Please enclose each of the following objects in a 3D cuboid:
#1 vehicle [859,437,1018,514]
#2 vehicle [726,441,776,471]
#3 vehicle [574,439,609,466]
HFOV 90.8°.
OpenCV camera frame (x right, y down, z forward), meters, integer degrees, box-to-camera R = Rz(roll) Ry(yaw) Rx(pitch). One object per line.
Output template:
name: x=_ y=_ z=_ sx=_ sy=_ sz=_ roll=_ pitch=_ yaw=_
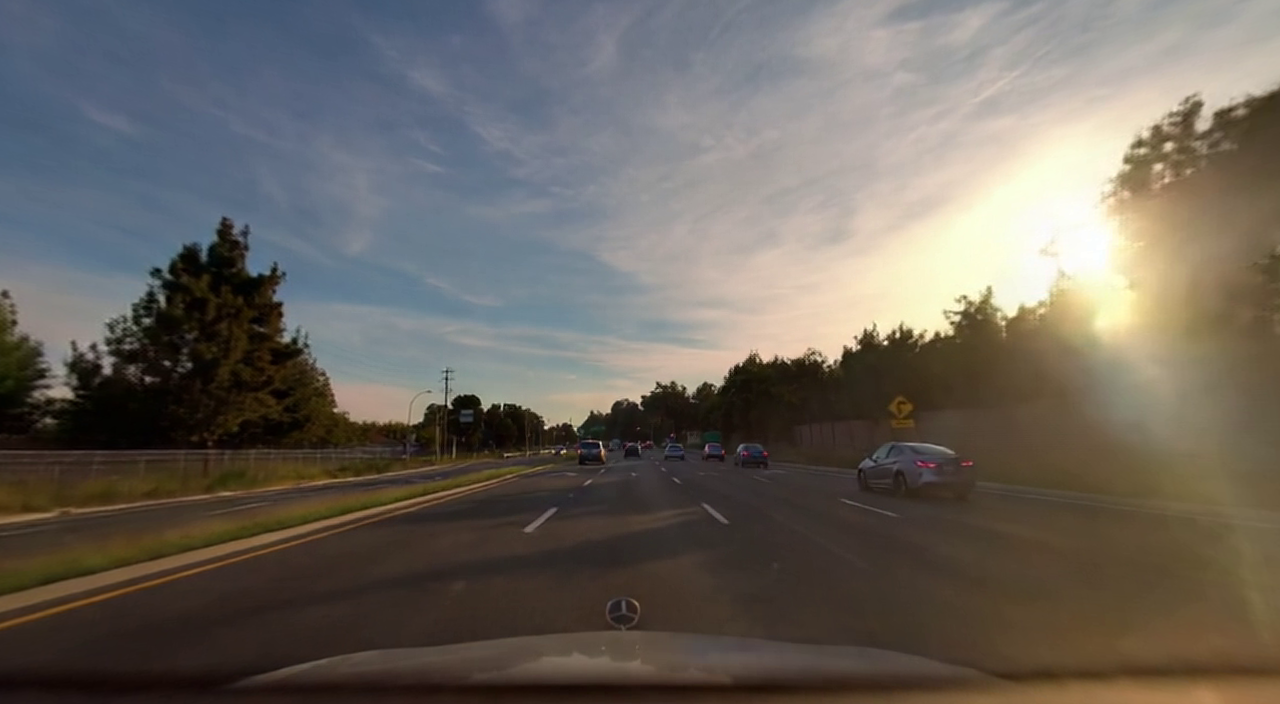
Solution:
vehicle: x=6.688 y=2.772 z=14.669 sx=1.838 sy=1.518 sz=3.713 roll=0 pitch=-8 yaw=0
vehicle: x=6.304 y=5.974 z=36.405 sx=1.987 sy=1.597 sz=4.463 roll=0 pitch=-8 yaw=-1
vehicle: x=-3.553 y=7.462 z=47.077 sx=2.230 sy=1.827 sz=4.406 roll=0 pitch=-8 yaw=0
